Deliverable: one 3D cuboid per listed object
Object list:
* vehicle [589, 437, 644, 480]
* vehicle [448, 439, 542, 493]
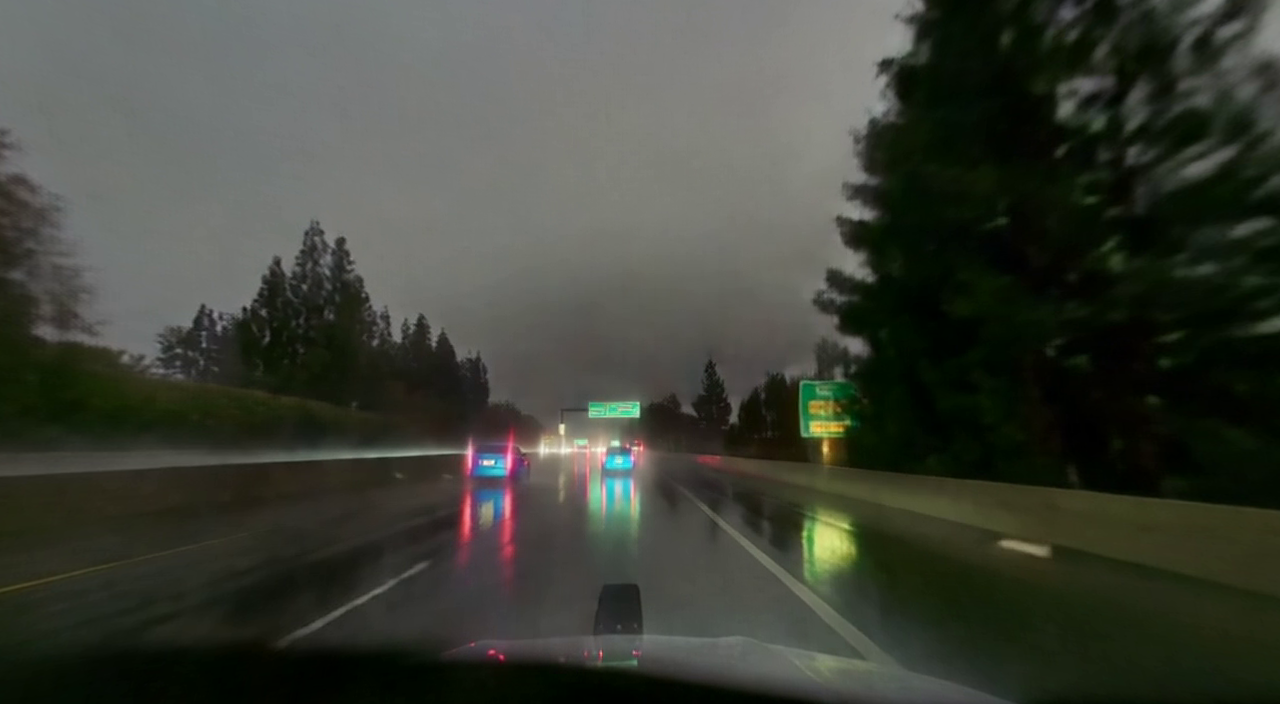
[{"bbox_3d":[-0.994,4.635,27.449,2.220,1.711,4.056,0,-9,-1],"label":"vehicle"},{"bbox_3d":[-4.790,3.832,21.438,2.103,1.588,4.709,-1,-9,0],"label":"vehicle"}]
